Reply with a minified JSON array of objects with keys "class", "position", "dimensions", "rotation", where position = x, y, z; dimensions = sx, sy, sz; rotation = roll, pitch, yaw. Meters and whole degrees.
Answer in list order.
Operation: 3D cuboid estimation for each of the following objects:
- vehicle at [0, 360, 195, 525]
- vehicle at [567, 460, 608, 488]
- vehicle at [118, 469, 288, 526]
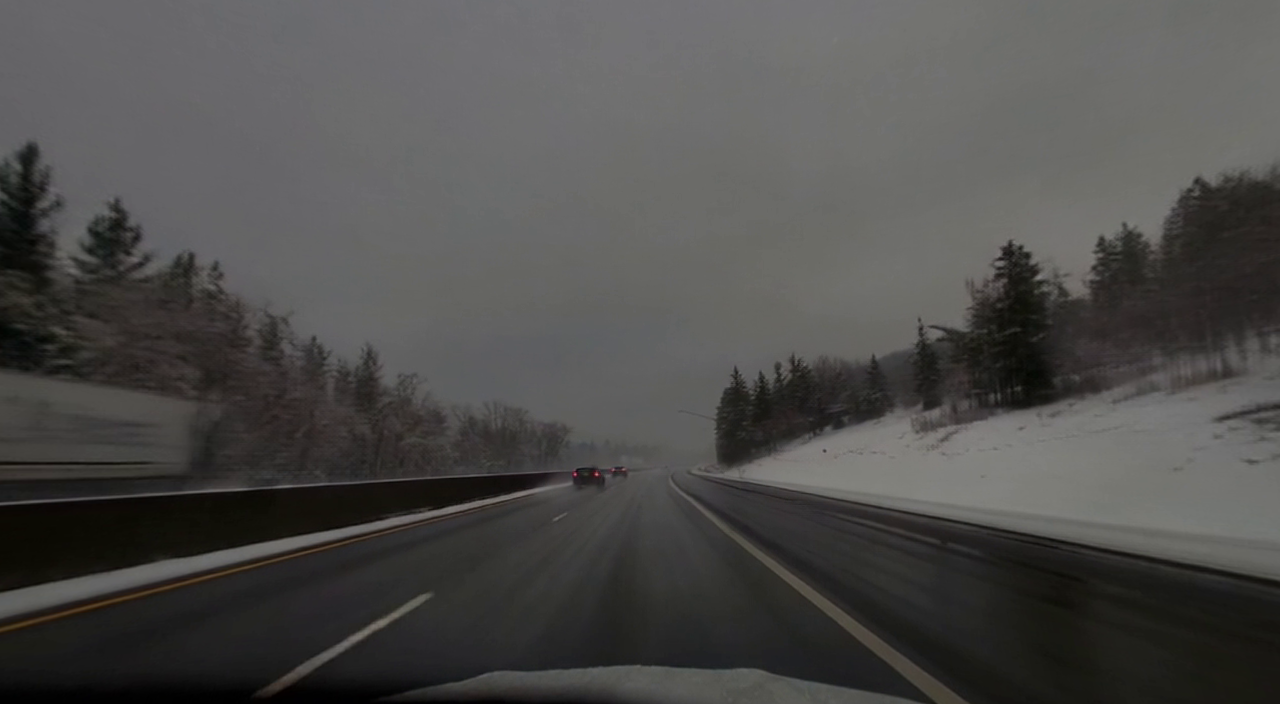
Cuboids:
[{"class":"vehicle","position":[-17.329,2.693,18.174],"dimensions":[2.842,4.039,7.958],"rotation":[1,-11,1]},{"class":"vehicle","position":[-3.451,8.166,42.242],"dimensions":[2.160,1.721,4.368],"rotation":[1,-11,2]},{"class":"vehicle","position":[-12.601,4.195,18.599],"dimensions":[1.860,1.444,4.291],"rotation":[1,-11,1]}]
